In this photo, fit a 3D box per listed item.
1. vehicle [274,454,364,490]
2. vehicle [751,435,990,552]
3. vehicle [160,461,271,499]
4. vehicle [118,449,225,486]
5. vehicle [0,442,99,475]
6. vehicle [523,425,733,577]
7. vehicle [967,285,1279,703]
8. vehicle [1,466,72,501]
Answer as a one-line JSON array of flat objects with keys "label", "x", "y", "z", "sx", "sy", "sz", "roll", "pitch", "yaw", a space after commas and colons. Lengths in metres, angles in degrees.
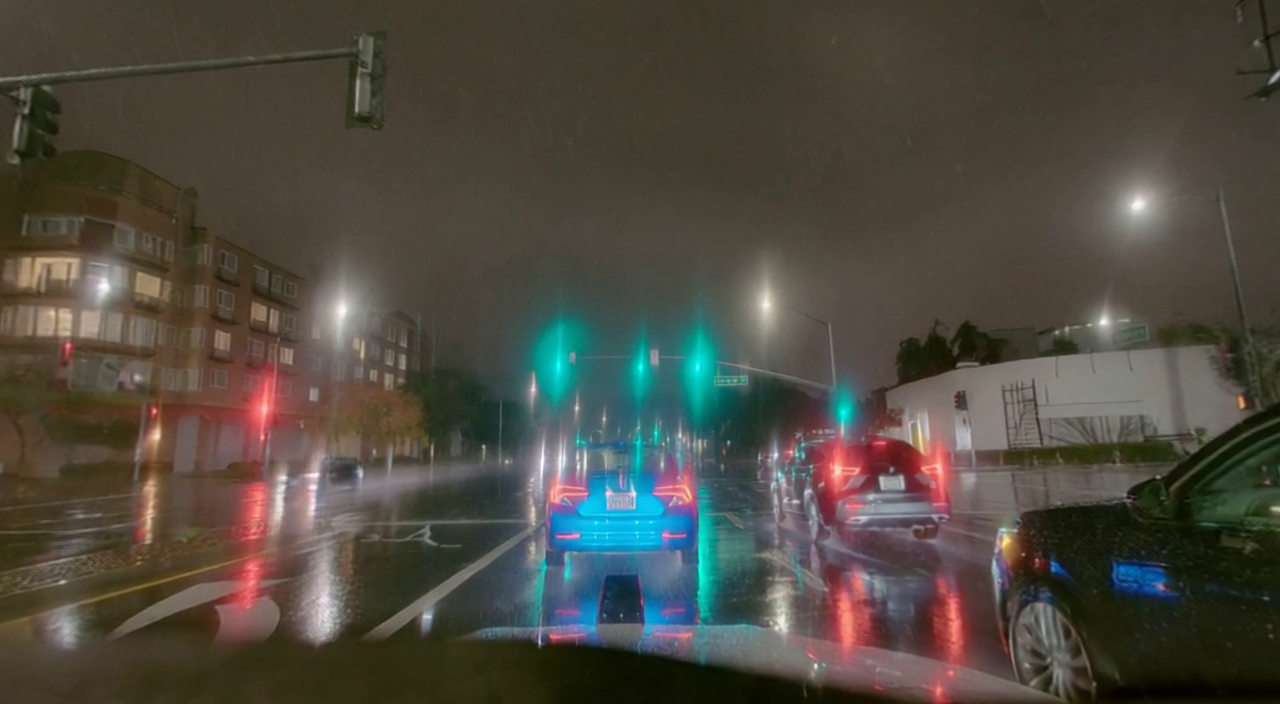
[{"label": "vehicle", "x": -14.638, "y": 5.449, "z": 29.097, "sx": 1.817, "sy": 1.442, "sz": 4.371, "roll": 0, "pitch": -8, "yaw": 0}, {"label": "vehicle", "x": 3.221, "y": 2.065, "z": 10.009, "sx": 2.009, "sy": 1.414, "sz": 4.416, "roll": 0, "pitch": -8, "yaw": -2}, {"label": "vehicle", "x": -19.075, "y": 5.766, "z": 28.701, "sx": 1.942, "sy": 1.453, "sz": 4.448, "roll": 0, "pitch": -8, "yaw": 0}, {"label": "vehicle", "x": -27.480, "y": 6.759, "z": 37.358, "sx": 2.300, "sy": 1.932, "sz": 5.056, "roll": -1, "pitch": -8, "yaw": 2}, {"label": "vehicle", "x": -35.727, "y": 6.331, "z": 37.715, "sx": 2.145, "sy": 1.797, "sz": 5.198, "roll": -1, "pitch": -9, "yaw": 1}, {"label": "vehicle", "x": -0.138, "y": 1.788, "z": 8.348, "sx": 2.095, "sy": 1.502, "sz": 3.873, "roll": 0, "pitch": -8, "yaw": 0}, {"label": "vehicle", "x": 3.012, "y": 0.633, "z": 1.576, "sx": 2.047, "sy": 1.785, "sz": 4.357, "roll": 0, "pitch": -8, "yaw": 0}, {"label": "vehicle", "x": -27.999, "y": 6.081, "z": 29.449, "sx": 1.972, "sy": 1.433, "sz": 4.324, "roll": 8, "pitch": -12, "yaw": -39}]
